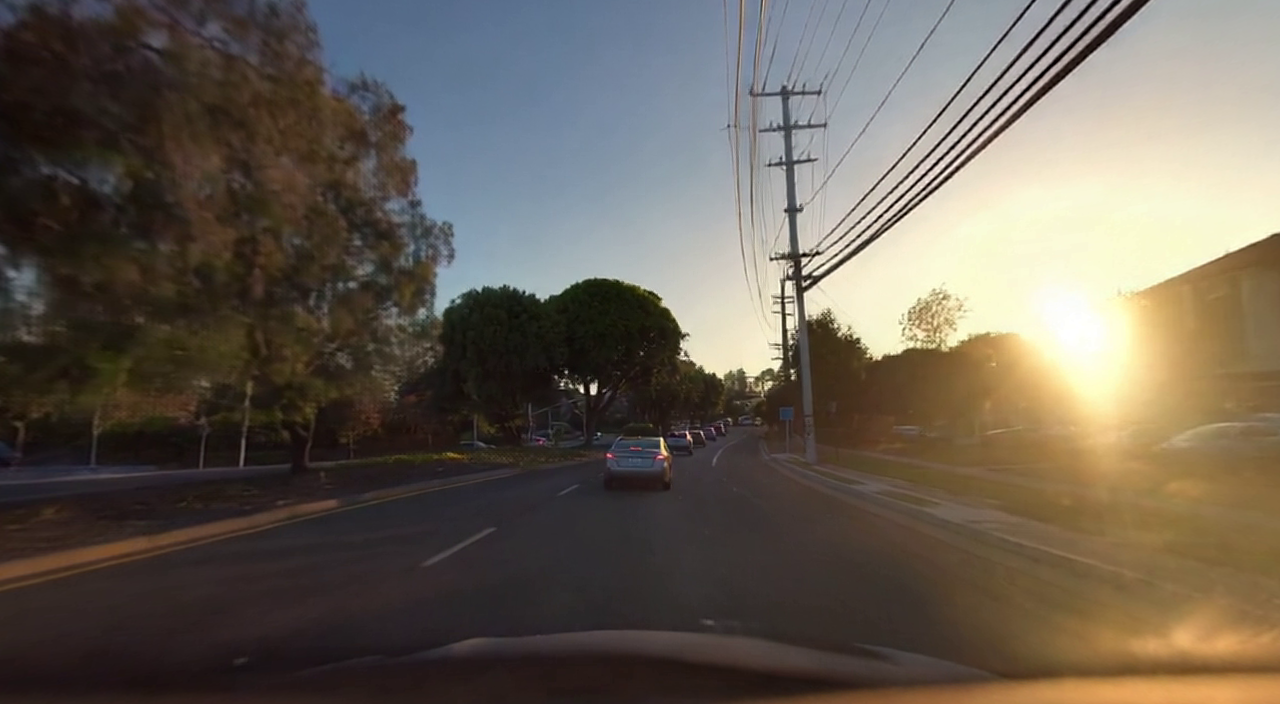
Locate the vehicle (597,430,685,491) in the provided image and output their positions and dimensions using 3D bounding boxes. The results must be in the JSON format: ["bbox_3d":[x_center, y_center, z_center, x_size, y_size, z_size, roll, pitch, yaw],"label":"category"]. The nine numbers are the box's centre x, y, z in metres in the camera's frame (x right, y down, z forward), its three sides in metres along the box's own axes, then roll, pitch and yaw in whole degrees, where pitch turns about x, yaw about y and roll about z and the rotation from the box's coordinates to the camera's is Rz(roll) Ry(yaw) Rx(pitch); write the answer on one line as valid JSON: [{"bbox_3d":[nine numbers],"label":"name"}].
[{"bbox_3d":[0.149,2.988,17.599,2.117,1.474,4.036,-1,-8,5],"label":"vehicle"}]

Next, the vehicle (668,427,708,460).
[{"bbox_3d":[3.140,5.854,40.215,2.158,1.939,4.935,-2,-9,9],"label":"vehicle"}]

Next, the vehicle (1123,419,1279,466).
[{"bbox_3d":[20.902,3.343,23.112,4.674,1.500,1.889,1,-9,7],"label":"vehicle"}]

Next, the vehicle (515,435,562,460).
[{"bbox_3d":[-6.596,6.246,41.294,1.983,1.485,4.159,-1,-8,6],"label":"vehicle"}]

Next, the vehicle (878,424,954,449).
[{"bbox_3d":[20.535,6.329,47.092,4.739,1.708,1.976,-2,-9,9],"label":"vehicle"}]
